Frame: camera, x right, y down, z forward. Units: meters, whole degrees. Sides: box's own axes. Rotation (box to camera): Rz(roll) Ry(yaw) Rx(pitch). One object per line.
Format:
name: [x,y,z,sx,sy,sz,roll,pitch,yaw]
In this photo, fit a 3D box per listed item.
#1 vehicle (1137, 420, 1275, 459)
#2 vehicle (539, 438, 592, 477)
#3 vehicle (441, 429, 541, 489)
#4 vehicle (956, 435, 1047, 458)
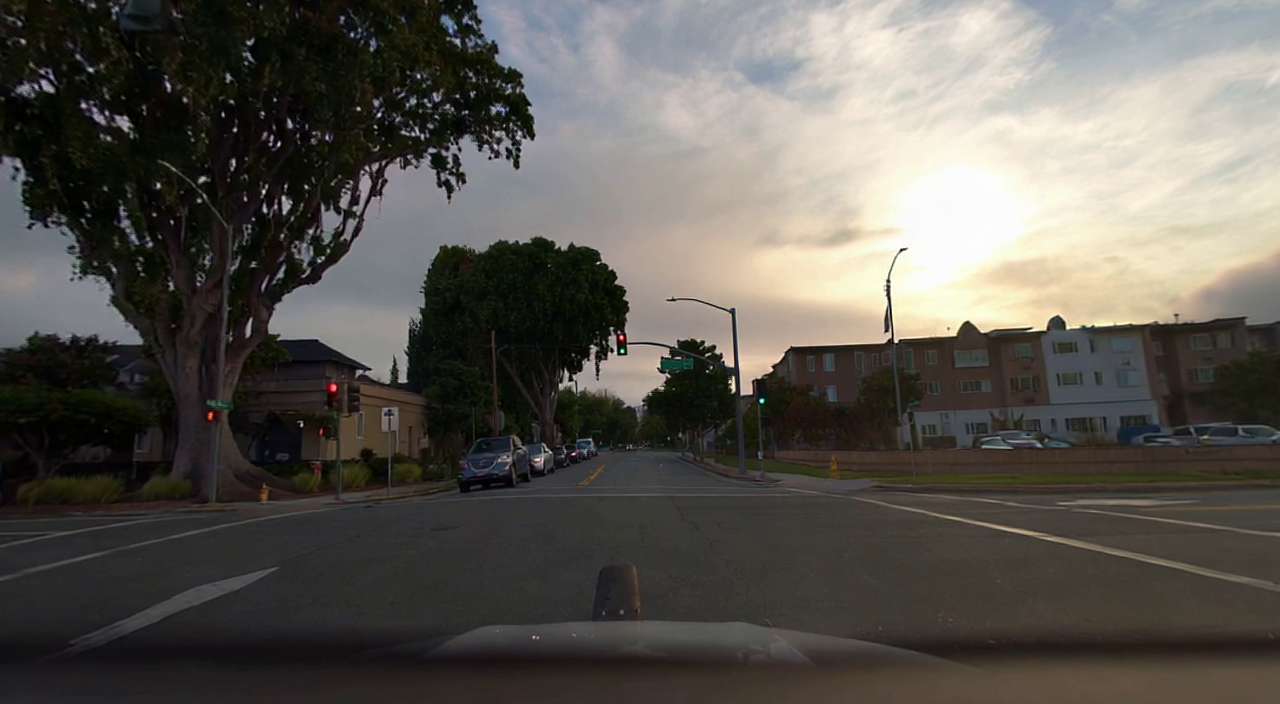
vehicle: [33.275,5.166,37.238,5.969,2.149,2.331,0,-9,-3]
vehicle: [-3.647,5.285,31.908,2.120,1.783,4.788,0,-9,0]
vehicle: [-6.497,4.819,28.850,2.896,2.339,7.322,0,-9,-1]
vehicle: [25.014,6.553,43.831,5.172,1.515,1.851,0,-9,-2]
